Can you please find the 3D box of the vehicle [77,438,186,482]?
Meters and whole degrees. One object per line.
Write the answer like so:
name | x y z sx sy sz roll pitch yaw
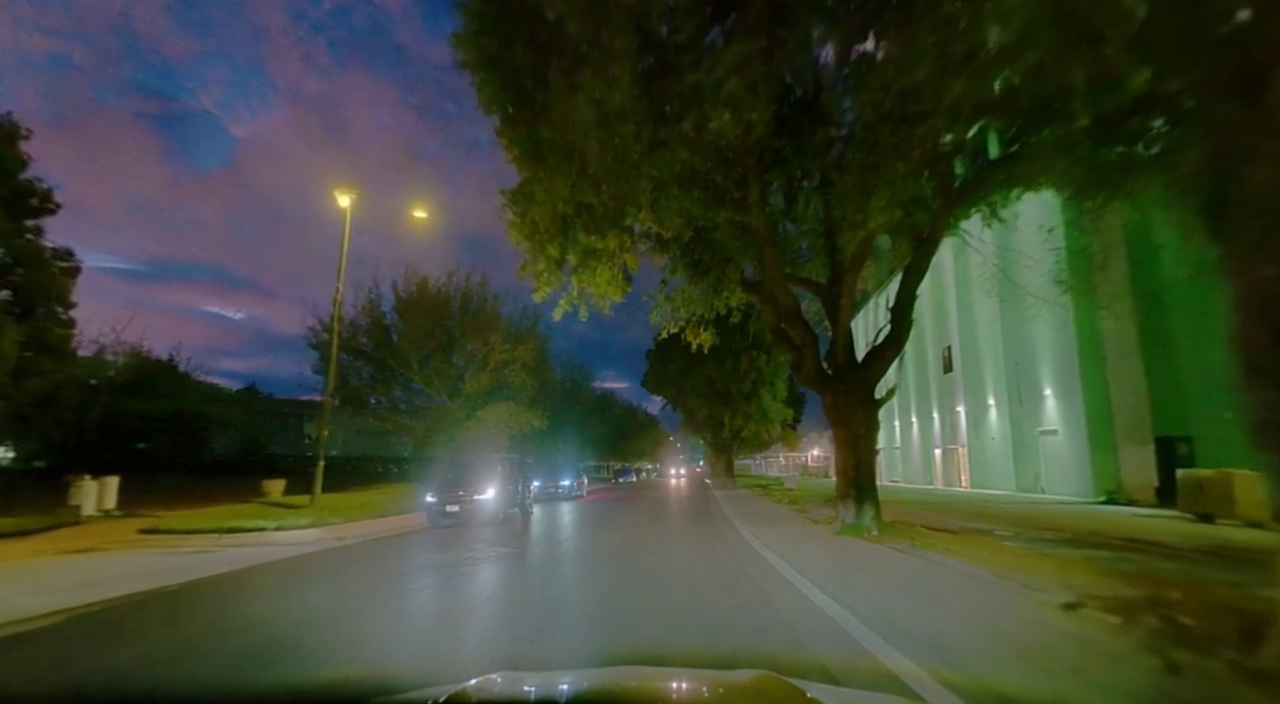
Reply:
vehicle | -38.340 8.215 47.812 2.519 3.043 6.151 0 -10 6

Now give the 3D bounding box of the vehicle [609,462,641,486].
vehicle | -1.042 8.972 46.451 2.011 1.596 3.760 -1 -10 4

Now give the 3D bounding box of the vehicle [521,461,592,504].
vehicle | -3.228 5.185 25.322 1.903 1.542 4.115 -2 -10 6

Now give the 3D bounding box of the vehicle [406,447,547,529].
vehicle | -3.941 3.393 16.191 2.022 1.776 4.625 -1 -10 5

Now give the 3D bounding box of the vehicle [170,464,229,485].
vehicle | -30.879 8.584 44.239 1.590 1.392 3.279 0 -11 3

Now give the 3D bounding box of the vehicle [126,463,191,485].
vehicle | -33.895 8.617 44.440 1.576 1.410 3.430 1 -10 4
